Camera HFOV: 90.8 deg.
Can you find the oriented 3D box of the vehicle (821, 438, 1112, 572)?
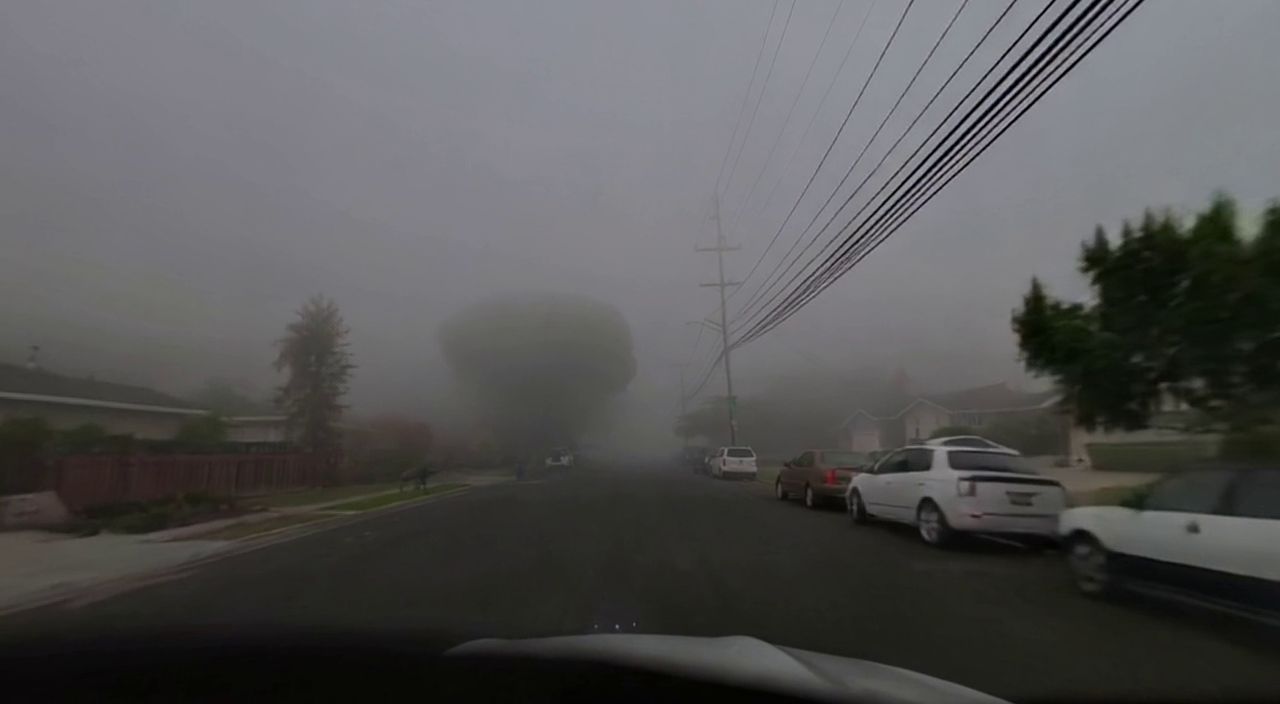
[{"bbox_3d":[4.584,2.174,9.975,1.835,1.554,4.870,0,-8,-2],"label":"vehicle"}]

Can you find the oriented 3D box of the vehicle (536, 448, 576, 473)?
[{"bbox_3d":[-5.501,7.165,41.792,2.031,1.468,4.165,-2,-9,0],"label":"vehicle"}]

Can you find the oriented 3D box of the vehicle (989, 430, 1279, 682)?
[{"bbox_3d":[4.699,1.317,4.510,1.859,1.469,4.550,0,-8,1],"label":"vehicle"}]

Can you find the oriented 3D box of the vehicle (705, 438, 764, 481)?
[{"bbox_3d":[4.479,5.165,30.653,2.086,1.885,4.323,0,-8,-1],"label":"vehicle"}]
